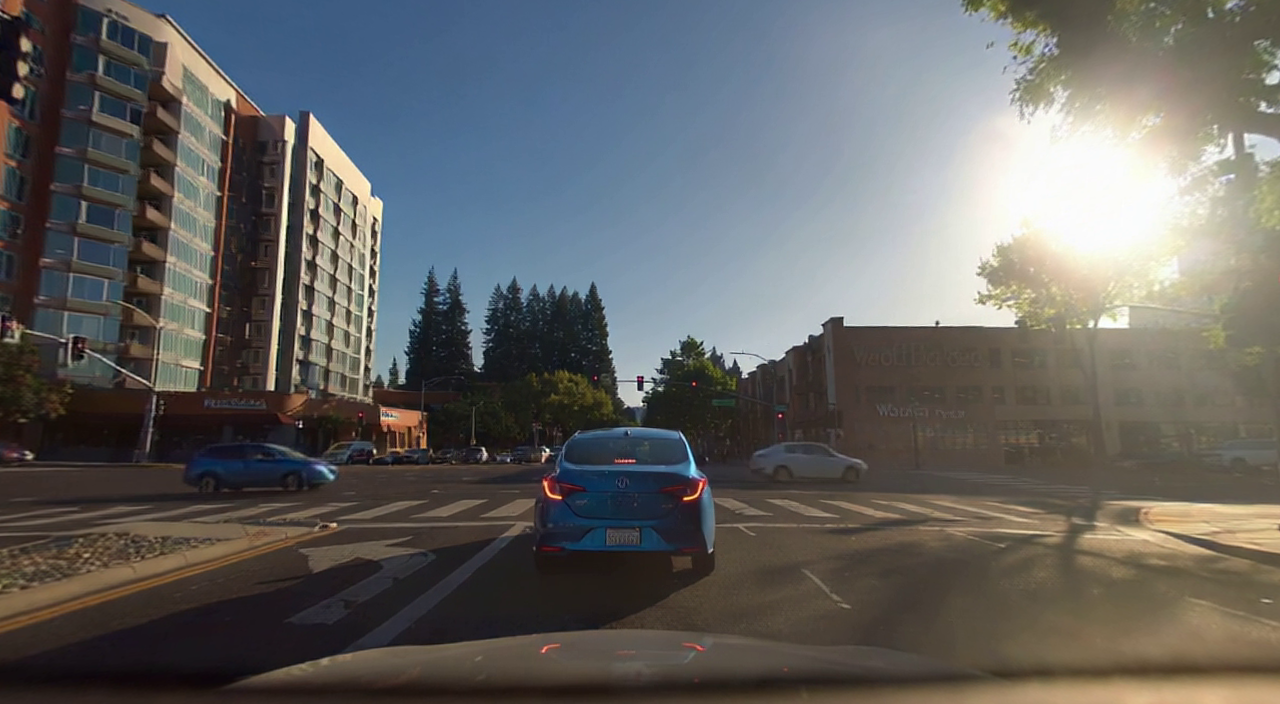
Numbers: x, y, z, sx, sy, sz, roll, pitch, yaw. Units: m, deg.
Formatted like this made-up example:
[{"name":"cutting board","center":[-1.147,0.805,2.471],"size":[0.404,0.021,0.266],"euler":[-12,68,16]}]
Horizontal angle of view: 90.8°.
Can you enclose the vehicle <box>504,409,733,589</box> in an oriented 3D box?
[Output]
[{"name":"vehicle","center":[-0.225,1.622,7.763],"size":[2.066,1.618,3.922],"euler":[0,-8,-1]}]

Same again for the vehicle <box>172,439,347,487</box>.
[{"name":"vehicle","center":[-13.512,3.956,22.696],"size":[4.891,1.591,2.067],"euler":[0,-8,-1]}]

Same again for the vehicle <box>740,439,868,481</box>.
[{"name":"vehicle","center":[7.002,4.632,27.312],"size":[4.912,1.731,2.022],"euler":[0,-8,-4]}]
